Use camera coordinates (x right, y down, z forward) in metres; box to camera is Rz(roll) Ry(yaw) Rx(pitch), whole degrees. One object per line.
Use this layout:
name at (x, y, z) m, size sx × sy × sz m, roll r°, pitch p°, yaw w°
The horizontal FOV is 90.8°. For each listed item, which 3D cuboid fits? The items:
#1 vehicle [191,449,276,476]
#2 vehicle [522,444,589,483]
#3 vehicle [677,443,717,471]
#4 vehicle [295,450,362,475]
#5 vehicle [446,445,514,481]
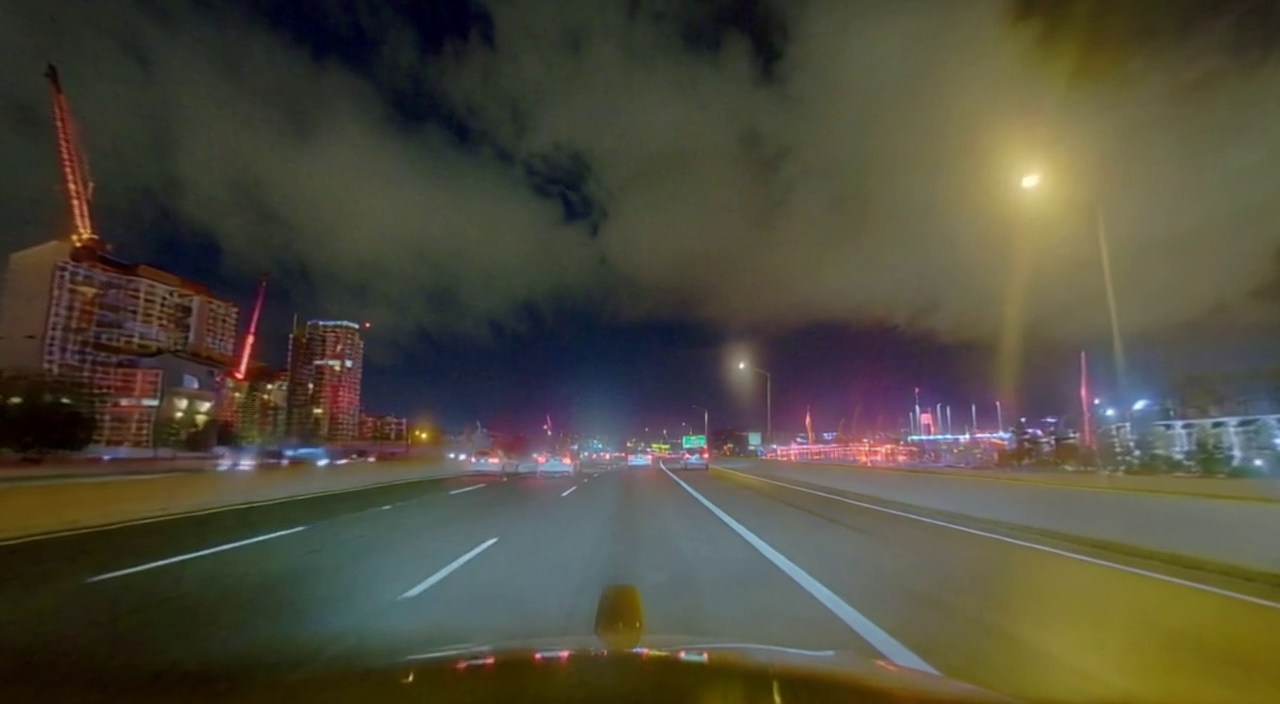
vehicle at (-24.310, 6.604, 38.030) m, size 1.959 × 1.516 × 4.704 m, roll 0°, pitch -9°, yaw 1°
vehicle at (-3.492, 4.685, 26.918) m, size 2.136 × 1.512 × 4.488 m, roll 0°, pitch -8°, yaw 1°
vehicle at (3.346, 6.232, 37.730) m, size 1.978 × 1.602 × 4.092 m, roll 0°, pitch -8°, yaw 0°
vehicle at (-19.883, 7.024, 40.523) m, size 1.844 × 1.454 × 4.593 m, roll -1°, pitch -8°, yaw 2°
vehicle at (-7.267, 5.050, 29.061) m, size 1.951 × 1.528 × 4.209 m, roll 0°, pitch -8°, yaw 1°
